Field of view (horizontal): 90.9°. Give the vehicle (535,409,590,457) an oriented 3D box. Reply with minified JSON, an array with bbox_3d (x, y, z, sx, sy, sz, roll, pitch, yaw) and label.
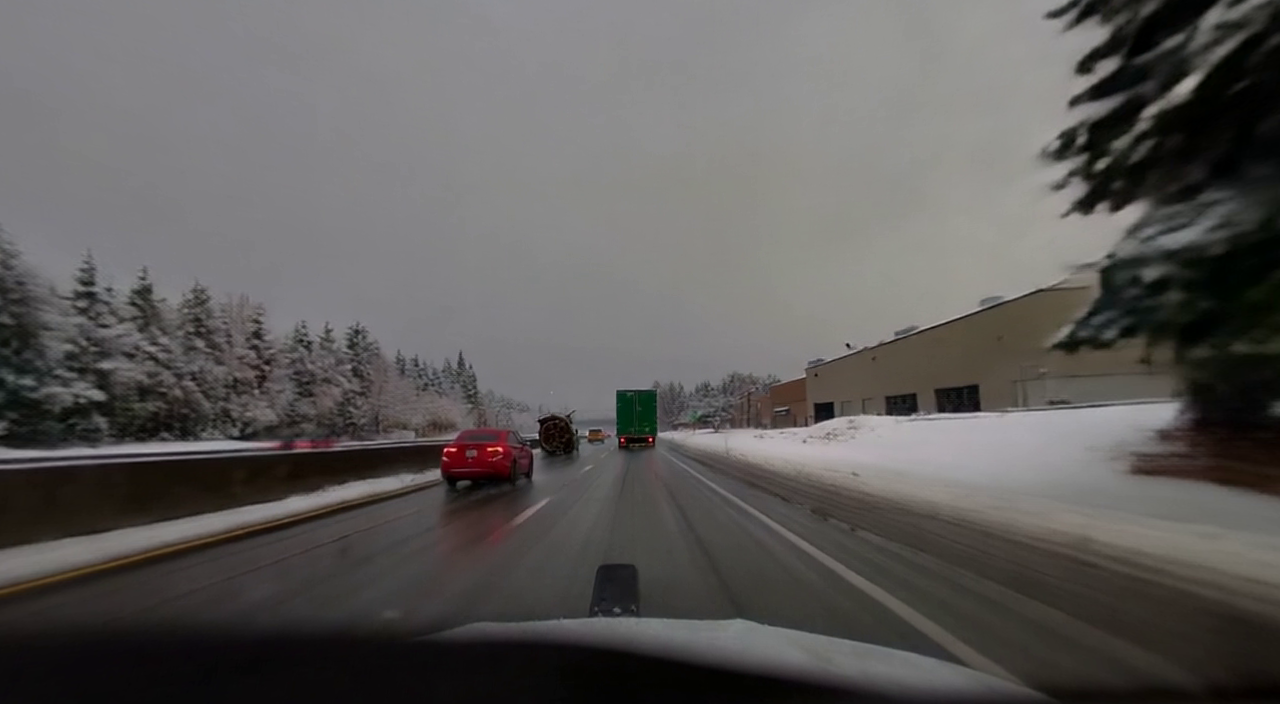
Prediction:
[{"bbox_3d":[-4.718,5.146,39.868,2.717,2.714,6.997,1,-8,-1],"label":"vehicle"}]

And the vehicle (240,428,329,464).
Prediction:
[{"bbox_3d":[-17.663,4.667,31.583,1.897,1.621,4.406,0,-7,-1],"label":"vehicle"}]

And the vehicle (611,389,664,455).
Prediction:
[{"bbox_3d":[-0.291,4.950,43.812,3.259,4.066,9.891,1,-7,-2],"label":"vehicle"}]

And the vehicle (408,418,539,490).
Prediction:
[{"bbox_3d":[-4.143,2.628,16.735,2.005,1.602,5.131,0,-7,1],"label":"vehicle"}]
